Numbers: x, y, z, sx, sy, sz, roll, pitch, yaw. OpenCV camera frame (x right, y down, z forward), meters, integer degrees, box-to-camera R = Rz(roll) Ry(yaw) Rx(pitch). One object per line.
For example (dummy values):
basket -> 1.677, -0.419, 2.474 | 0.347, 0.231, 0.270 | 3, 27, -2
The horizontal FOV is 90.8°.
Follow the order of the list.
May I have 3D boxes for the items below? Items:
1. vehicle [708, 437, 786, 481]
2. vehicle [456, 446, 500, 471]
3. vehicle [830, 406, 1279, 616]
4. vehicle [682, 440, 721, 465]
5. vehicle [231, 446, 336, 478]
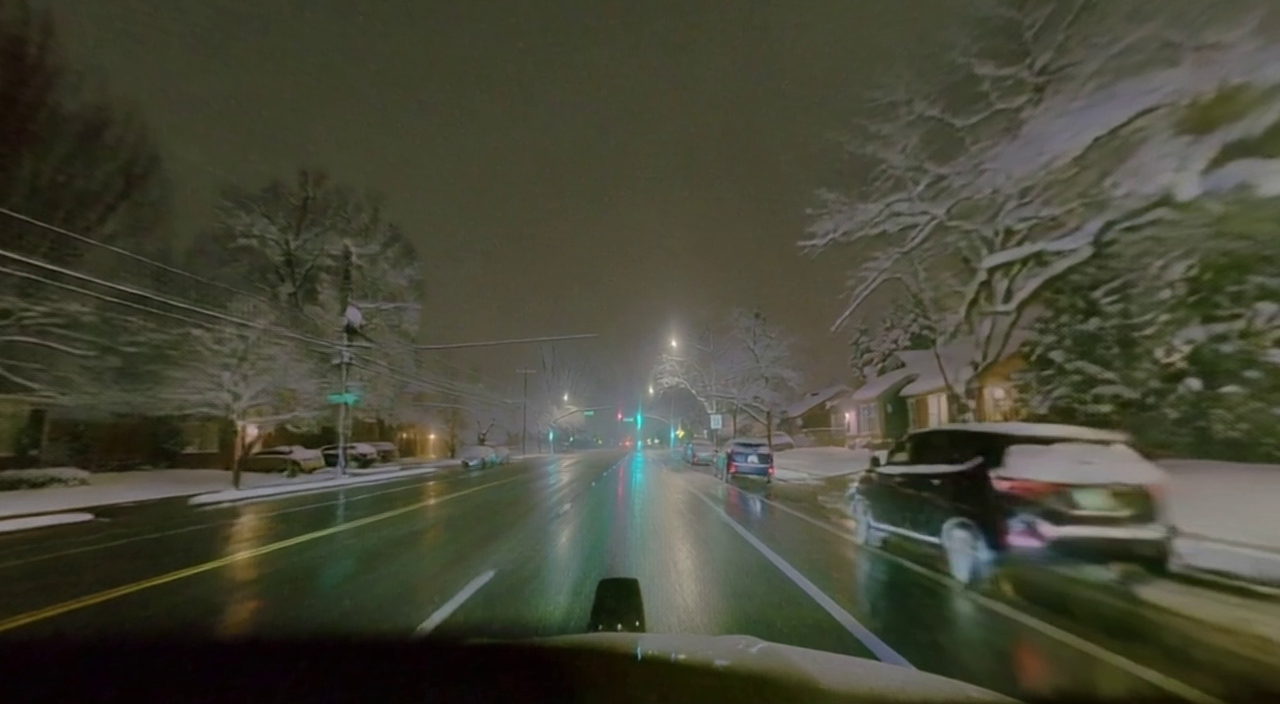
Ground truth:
vehicle -> 4.077, 4.171, 24.899 | 1.997, 1.510, 4.555 | -1, -8, -4
vehicle -> -10.971, 7.204, 43.090 | 1.895, 1.551, 4.229 | -1, -8, 0
vehicle -> 4.020, 1.586, 7.356 | 1.999, 1.615, 4.513 | -1, -8, -3
vehicle -> 3.947, 6.539, 41.218 | 2.002, 1.493, 4.652 | -1, -8, -1
vehicle -> -19.227, 5.936, 34.227 | 4.446, 1.534, 2.018 | -1, -8, 1
